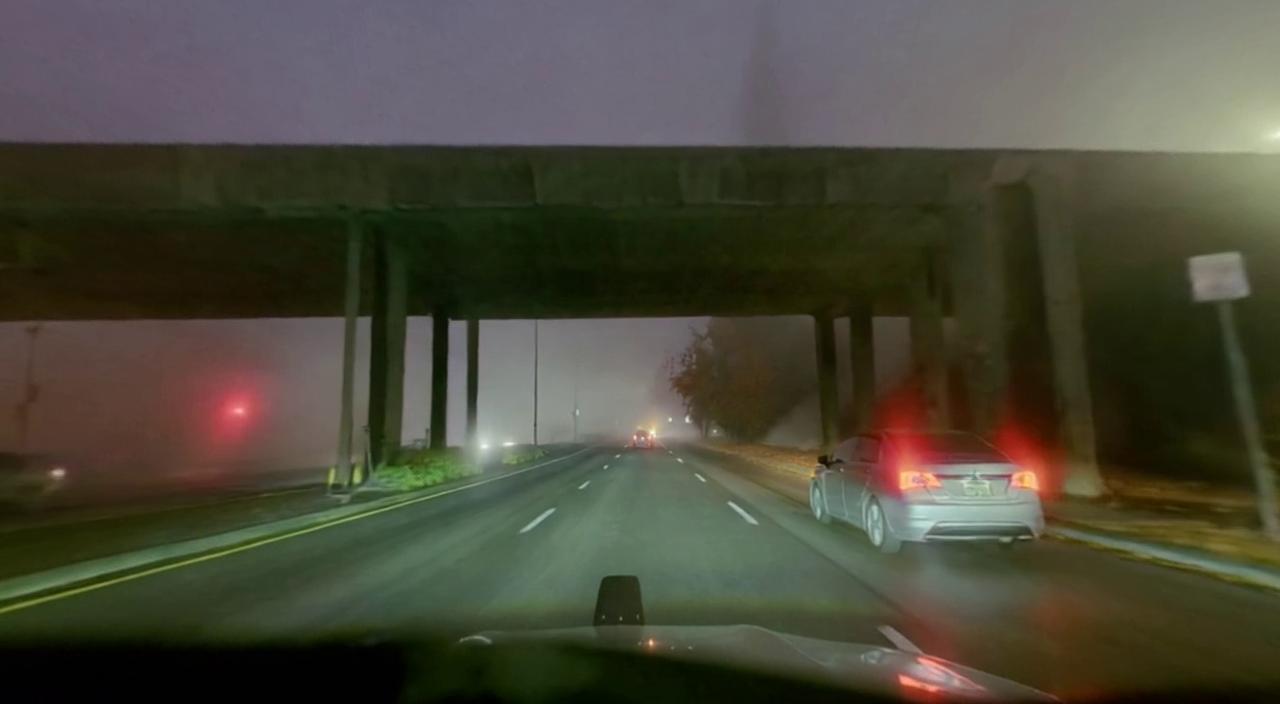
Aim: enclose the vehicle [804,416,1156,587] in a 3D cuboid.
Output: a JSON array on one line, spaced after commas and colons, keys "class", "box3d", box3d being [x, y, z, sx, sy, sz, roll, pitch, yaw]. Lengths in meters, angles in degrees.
[{"class": "vehicle", "box3d": [3.695, 1.711, 8.041, 2.063, 1.542, 4.420, -1, -9, 1]}]
